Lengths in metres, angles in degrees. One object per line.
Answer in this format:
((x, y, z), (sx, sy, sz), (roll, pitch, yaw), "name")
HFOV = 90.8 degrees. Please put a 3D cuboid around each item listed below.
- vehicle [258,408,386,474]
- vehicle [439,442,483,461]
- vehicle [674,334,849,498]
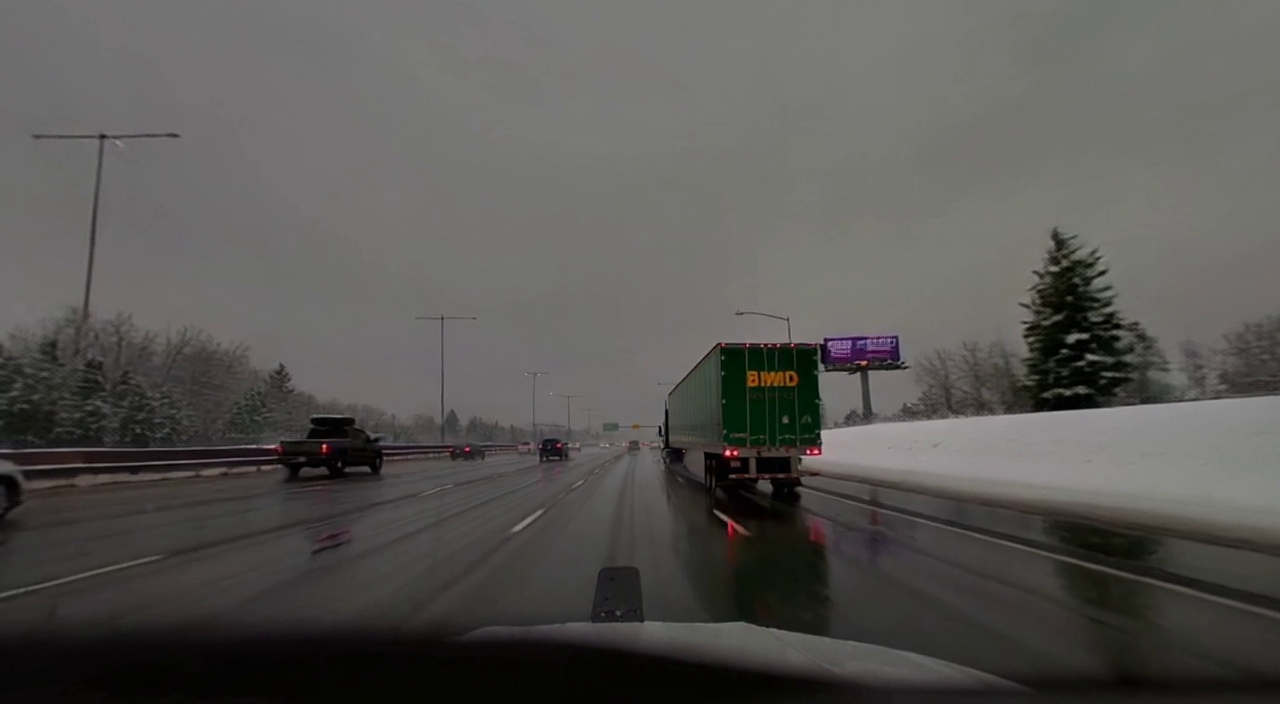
((-13.838, 3.986, 28.080), (2.307, 2.571, 6.260), (0, -8, 1), "vehicle")
((-14.021, 7.816, 49.683), (2.067, 1.398, 4.863), (0, -8, -1), "vehicle")
((3.300, 2.628, 22.723), (2.891, 3.944, 15.051), (0, -8, -2), "vehicle")
